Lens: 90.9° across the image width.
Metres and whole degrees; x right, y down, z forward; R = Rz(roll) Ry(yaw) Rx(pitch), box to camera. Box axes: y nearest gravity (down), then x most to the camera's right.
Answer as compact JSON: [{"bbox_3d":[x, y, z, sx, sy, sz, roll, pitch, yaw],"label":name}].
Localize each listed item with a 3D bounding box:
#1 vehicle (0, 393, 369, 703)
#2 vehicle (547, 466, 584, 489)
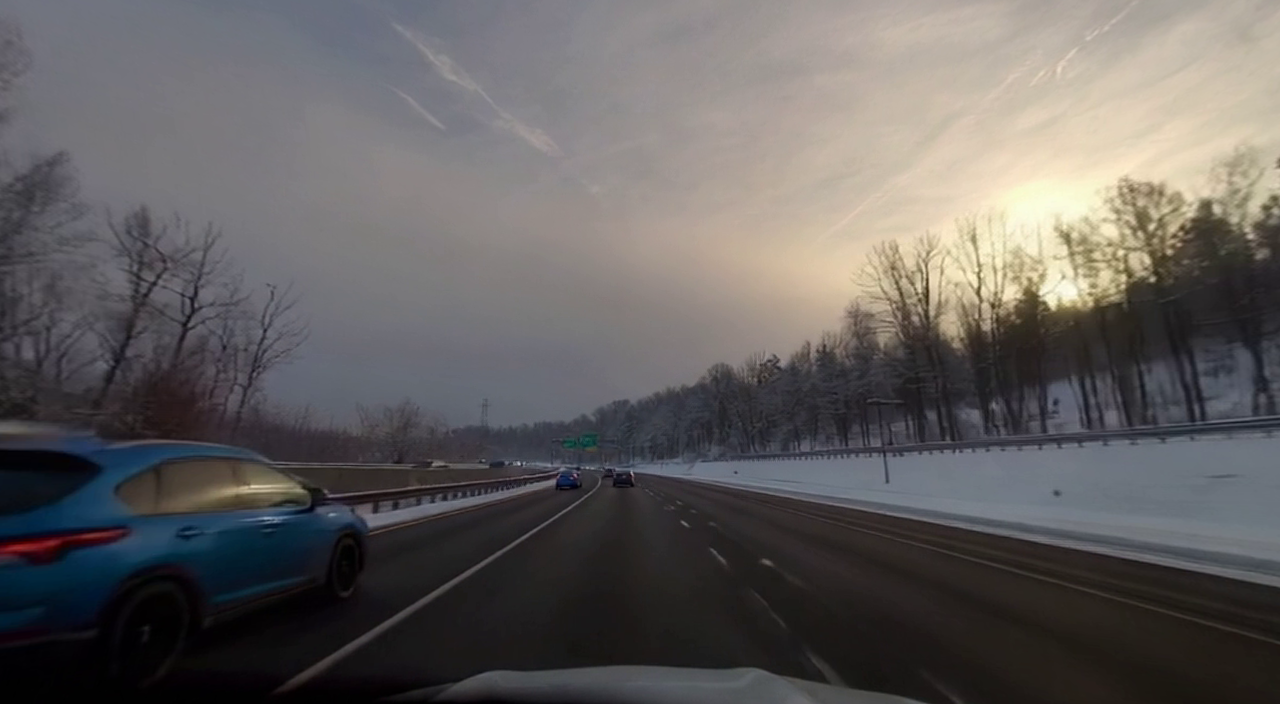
[{"bbox_3d":[-3.786,1.121,3.503,2.328,1.559,5.041,1,-11,0],"label":"vehicle"},{"bbox_3d":[-5.260,8.961,45.200,2.310,1.521,4.731,1,-11,-3],"label":"vehicle"}]
